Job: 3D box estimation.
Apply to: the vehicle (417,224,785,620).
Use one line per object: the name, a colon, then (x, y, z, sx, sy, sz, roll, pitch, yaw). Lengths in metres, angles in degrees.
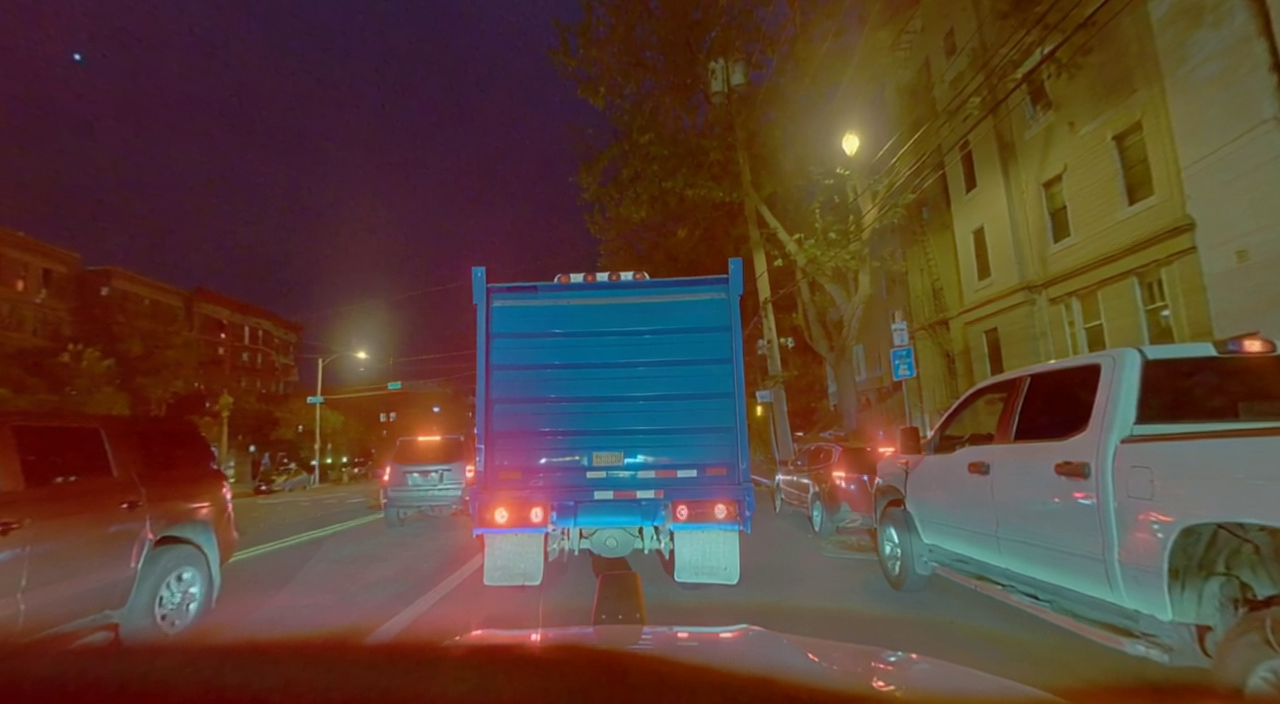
vehicle: (-0.231, 1.110, 9.244, 2.878, 3.204, 8.244, 0, -8, 1)

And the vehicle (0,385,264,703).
vehicle: (-4.124, 0.973, 2.894, 1.988, 1.657, 4.492, 0, -9, 0)

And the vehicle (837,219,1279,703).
vehicle: (3.232, 0.838, 3.876, 2.242, 1.979, 5.722, 0, -9, 1)
